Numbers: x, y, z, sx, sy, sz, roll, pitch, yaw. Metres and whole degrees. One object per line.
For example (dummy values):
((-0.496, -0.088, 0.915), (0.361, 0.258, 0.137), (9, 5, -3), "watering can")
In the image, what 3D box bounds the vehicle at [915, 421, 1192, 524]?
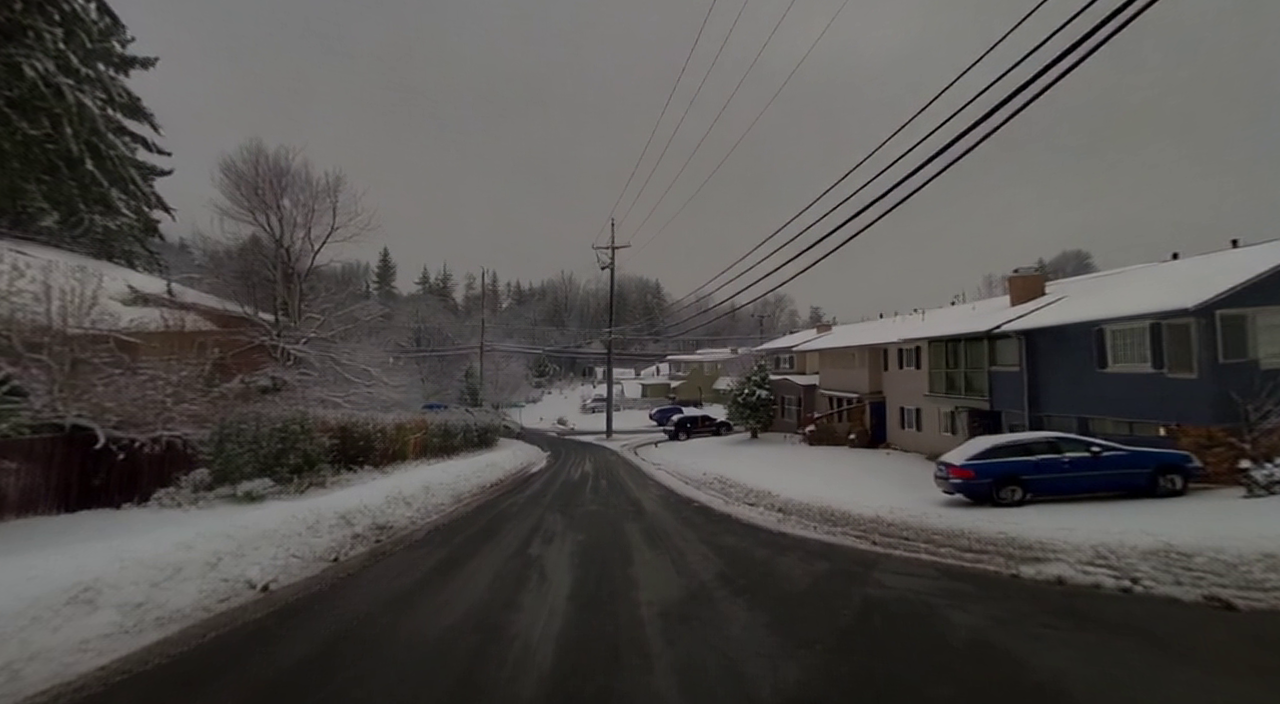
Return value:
((9.137, 2.668, 13.938), (5.663, 1.913, 2.170), (5, -11, -22), "vehicle")
